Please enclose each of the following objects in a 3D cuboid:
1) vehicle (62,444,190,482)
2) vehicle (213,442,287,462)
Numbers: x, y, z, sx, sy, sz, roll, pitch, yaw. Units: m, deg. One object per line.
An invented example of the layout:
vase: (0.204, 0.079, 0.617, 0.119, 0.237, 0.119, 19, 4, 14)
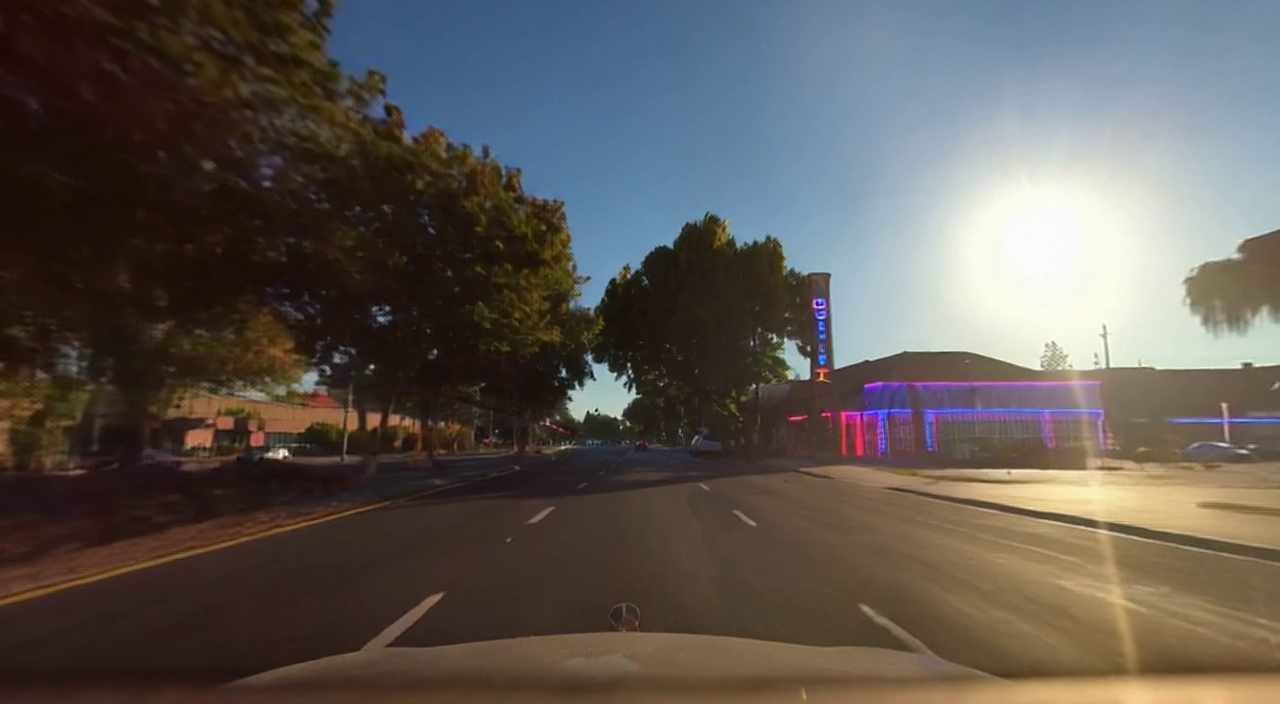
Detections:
vehicle: (-22.590, 4.861, 28.018, 1.771, 1.524, 4.592, 0, -8, 0)
vehicle: (-30.122, 7.739, 48.874, 4.341, 1.465, 2.304, -2, -8, 9)
